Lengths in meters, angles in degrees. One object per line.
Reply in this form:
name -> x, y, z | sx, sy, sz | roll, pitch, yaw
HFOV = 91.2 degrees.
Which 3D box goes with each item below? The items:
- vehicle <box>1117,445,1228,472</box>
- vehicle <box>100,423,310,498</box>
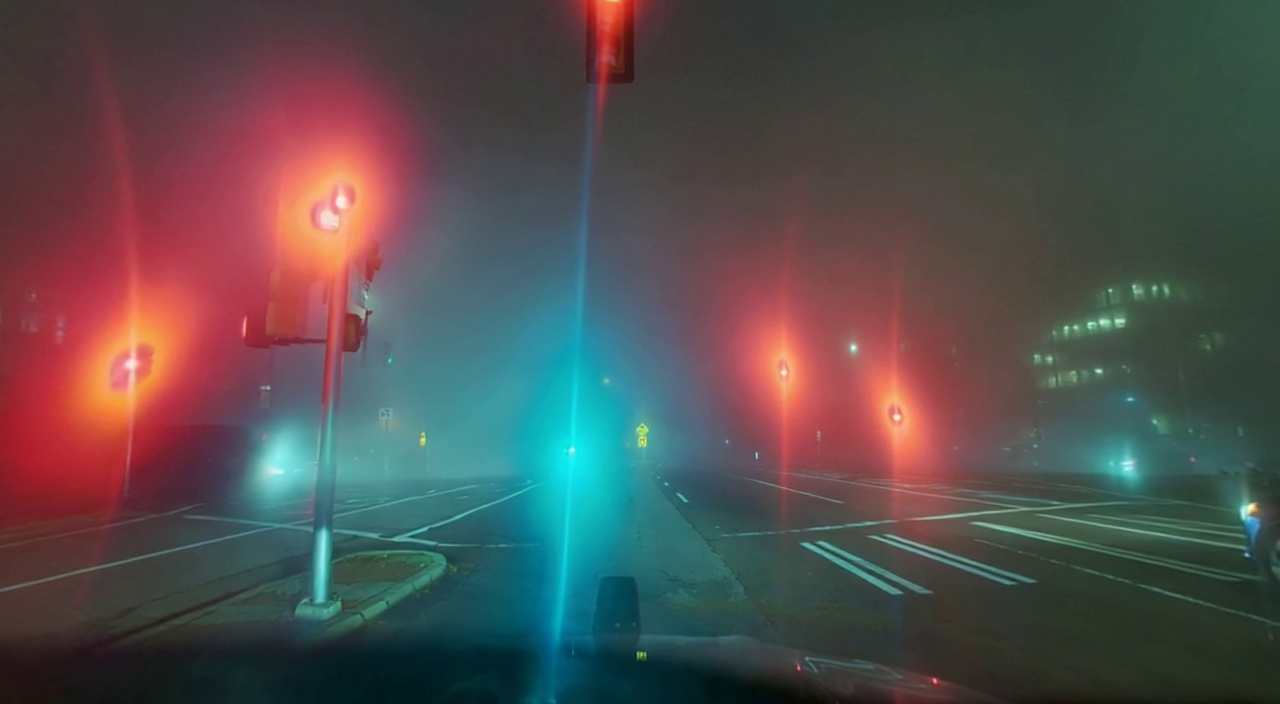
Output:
vehicle -> 31.374, 6.274, 37.015 | 4.736, 1.542, 1.966 | 0, -9, 0
vehicle -> -19.194, 4.811, 28.141 | 7.088, 3.096, 2.678 | 1, -9, -8
